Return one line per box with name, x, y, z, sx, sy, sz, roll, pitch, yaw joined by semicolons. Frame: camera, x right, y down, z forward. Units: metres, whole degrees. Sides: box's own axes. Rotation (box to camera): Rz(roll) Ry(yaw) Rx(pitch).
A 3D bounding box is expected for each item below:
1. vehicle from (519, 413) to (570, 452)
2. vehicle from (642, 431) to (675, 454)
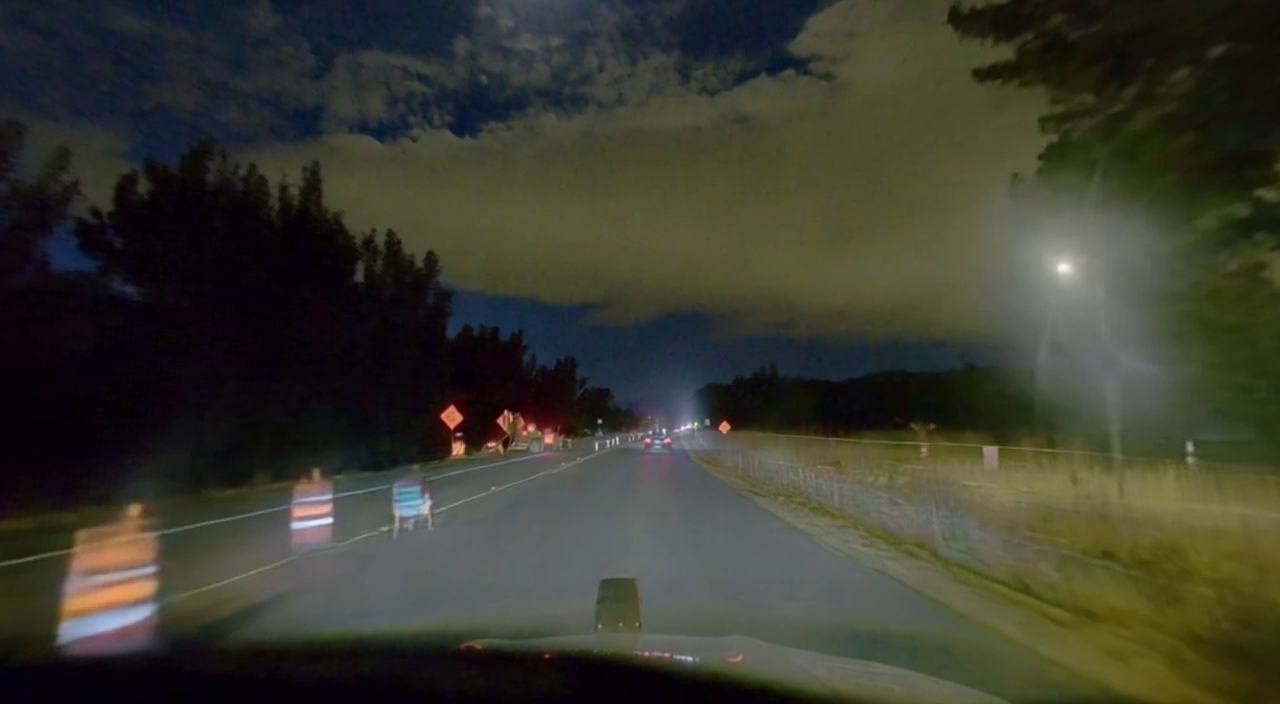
vehicle;-6.802;5.821;45.283;3.064;2.710;2.385;-1;-9;4
vehicle;1.272;6.298;43.777;2.172;1.486;3.581;0;-9;2
